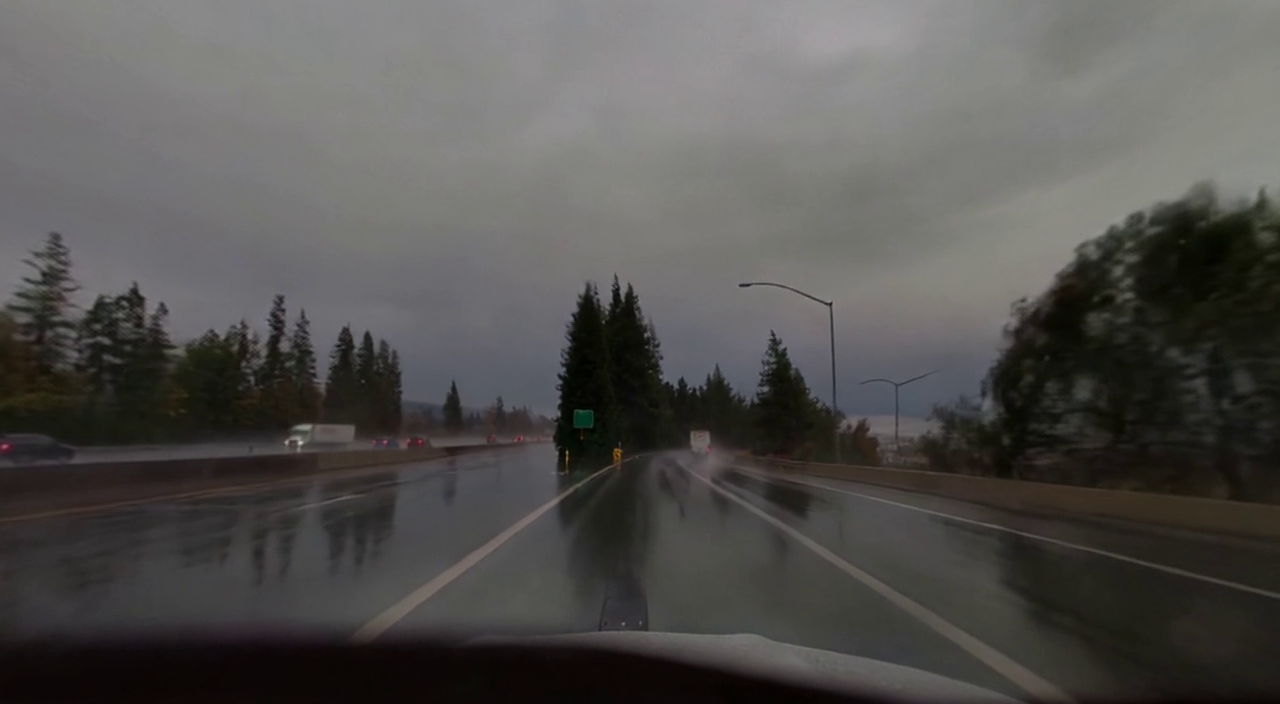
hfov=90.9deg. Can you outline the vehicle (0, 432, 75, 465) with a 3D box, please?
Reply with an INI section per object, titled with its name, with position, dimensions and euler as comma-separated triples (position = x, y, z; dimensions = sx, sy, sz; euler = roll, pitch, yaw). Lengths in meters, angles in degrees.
[vehicle]
position = -36.465, 5.644, 37.003
dimensions = 2.168, 1.824, 4.932
euler = 1, -8, -3
